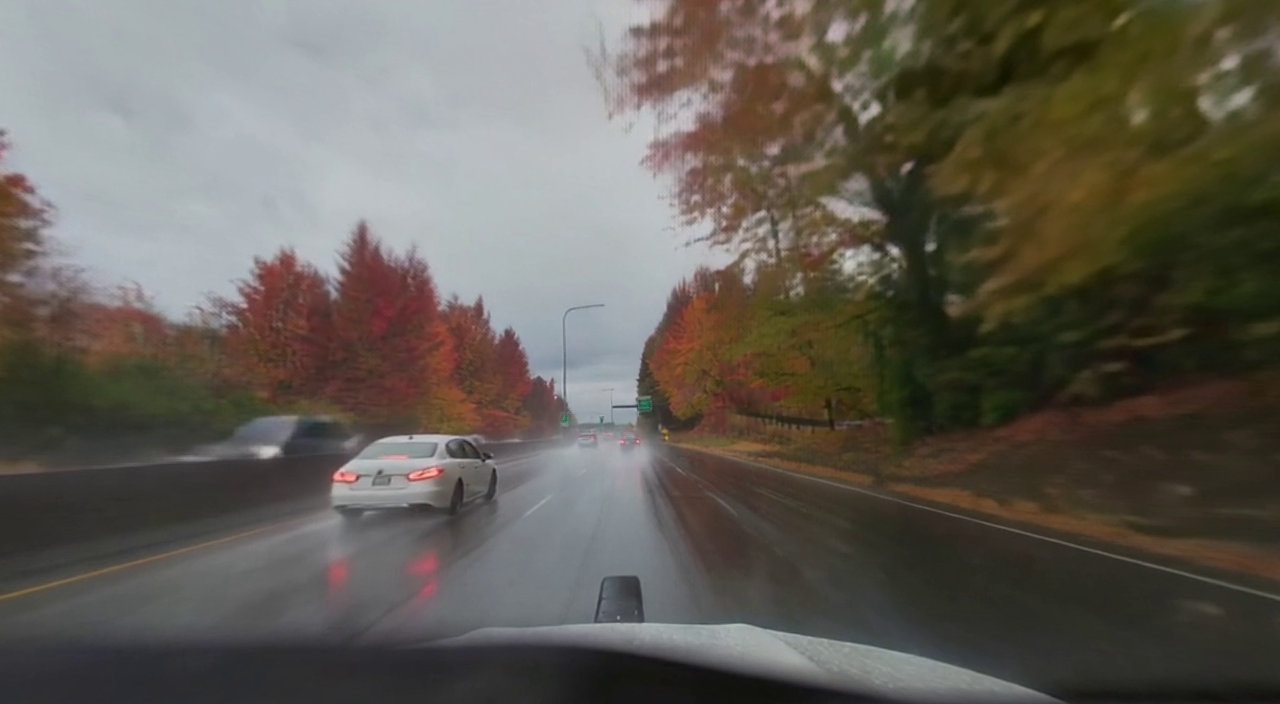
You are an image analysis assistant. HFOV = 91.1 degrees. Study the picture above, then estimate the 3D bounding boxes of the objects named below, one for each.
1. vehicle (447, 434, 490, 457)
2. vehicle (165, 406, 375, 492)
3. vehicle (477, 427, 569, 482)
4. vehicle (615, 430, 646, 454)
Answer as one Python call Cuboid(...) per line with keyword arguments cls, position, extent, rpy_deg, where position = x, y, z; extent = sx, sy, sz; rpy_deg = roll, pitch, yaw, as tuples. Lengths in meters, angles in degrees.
Cuboid(cls="vehicle", position=(-12.450, 6.818, 45.896), extent=(1.903, 1.544, 4.199), rpy_deg=(0, -8, 0))
Cuboid(cls="vehicle", position=(-11.557, 3.118, 20.702), extent=(2.459, 2.312, 7.383), rpy_deg=(0, -8, 0))
Cuboid(cls="vehicle", position=(-3.467, 3.122, 19.575), extent=(1.989, 1.497, 4.645), rpy_deg=(0, -8, 0))
Cuboid(cls="vehicle", position=(-0.655, 6.264, 43.971), extent=(2.054, 1.609, 3.859), rpy_deg=(0, -8, 0))
